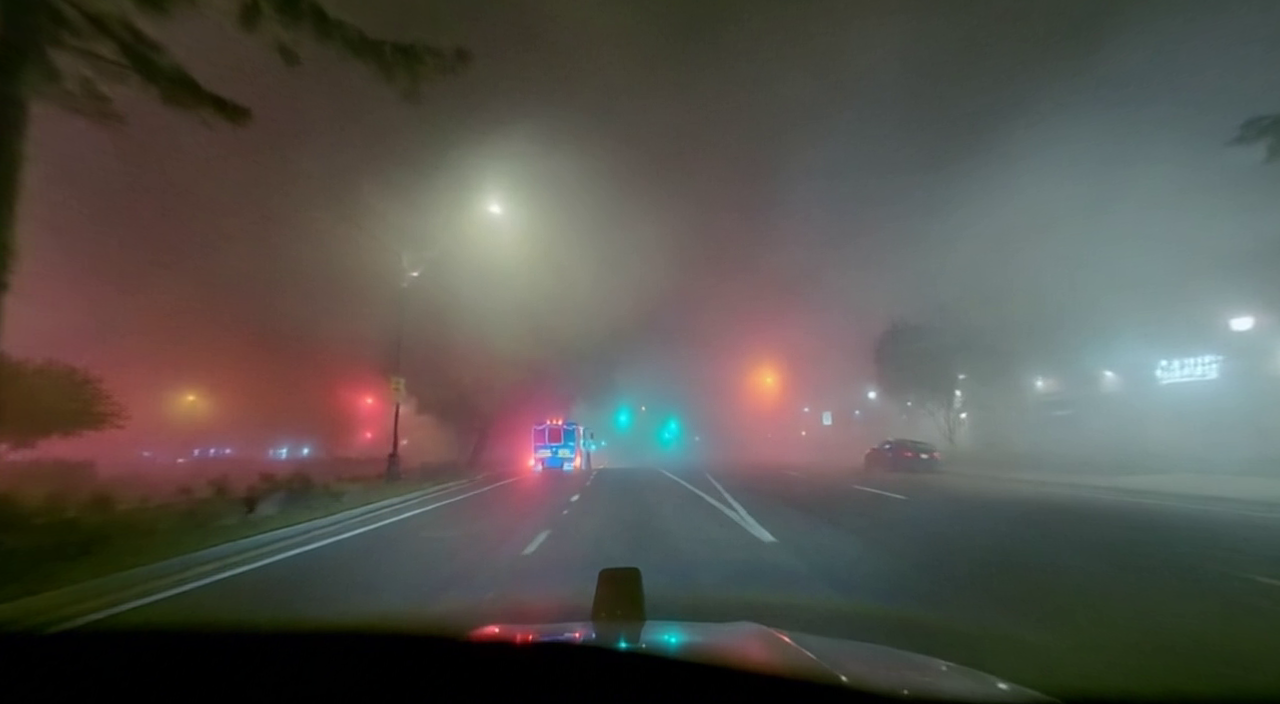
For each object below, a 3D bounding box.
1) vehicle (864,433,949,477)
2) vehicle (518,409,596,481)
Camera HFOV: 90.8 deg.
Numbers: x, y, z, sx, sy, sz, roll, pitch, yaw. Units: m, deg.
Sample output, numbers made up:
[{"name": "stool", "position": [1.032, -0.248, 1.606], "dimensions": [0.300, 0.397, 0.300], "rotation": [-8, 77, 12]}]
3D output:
[{"name": "vehicle", "position": [11.431, 4.437, 27.461], "dimensions": [1.980, 1.719, 4.422], "rotation": [-1, -8, 3]}, {"name": "vehicle", "position": [-3.480, 4.074, 27.830], "dimensions": [2.633, 2.787, 5.796], "rotation": [0, -8, 0]}]
